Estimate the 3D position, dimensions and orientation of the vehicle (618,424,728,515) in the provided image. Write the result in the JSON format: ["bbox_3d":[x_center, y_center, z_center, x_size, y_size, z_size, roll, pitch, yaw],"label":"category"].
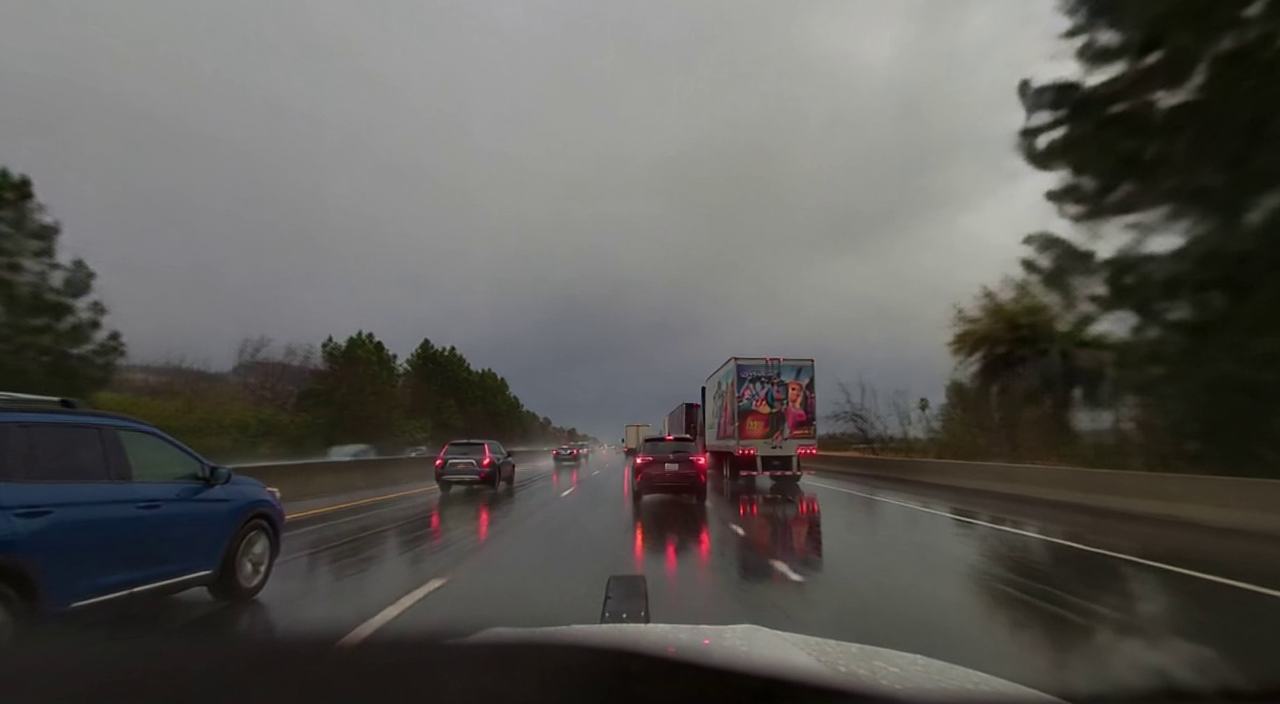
[{"bbox_3d":[0.589,2.414,13.382,2.017,1.662,3.543,0,-8,-1],"label":"vehicle"}]

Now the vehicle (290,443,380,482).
[{"bbox_3d":[-12.512,4.575,26.128,1.751,1.440,3.900,-2,-10,0],"label":"vehicle"}]

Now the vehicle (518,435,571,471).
[{"bbox_3d":[-4.750,5.108,31.990,2.014,1.683,4.275,0,-8,0],"label":"vehicle"}]

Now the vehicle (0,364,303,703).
[{"bbox_3d":[-4.085,0.965,3.479,1.983,1.666,4.452,0,-8,0],"label":"vehicle"}]

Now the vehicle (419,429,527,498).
[{"bbox_3d":[-4.361,2.953,17.067,1.905,1.642,3.803,0,-8,0],"label":"vehicle"}]

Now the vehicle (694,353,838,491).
[{"bbox_3d":[4.330,3.060,25.773,2.828,4.081,14.220,0,-8,-1],"label":"vehicle"}]
